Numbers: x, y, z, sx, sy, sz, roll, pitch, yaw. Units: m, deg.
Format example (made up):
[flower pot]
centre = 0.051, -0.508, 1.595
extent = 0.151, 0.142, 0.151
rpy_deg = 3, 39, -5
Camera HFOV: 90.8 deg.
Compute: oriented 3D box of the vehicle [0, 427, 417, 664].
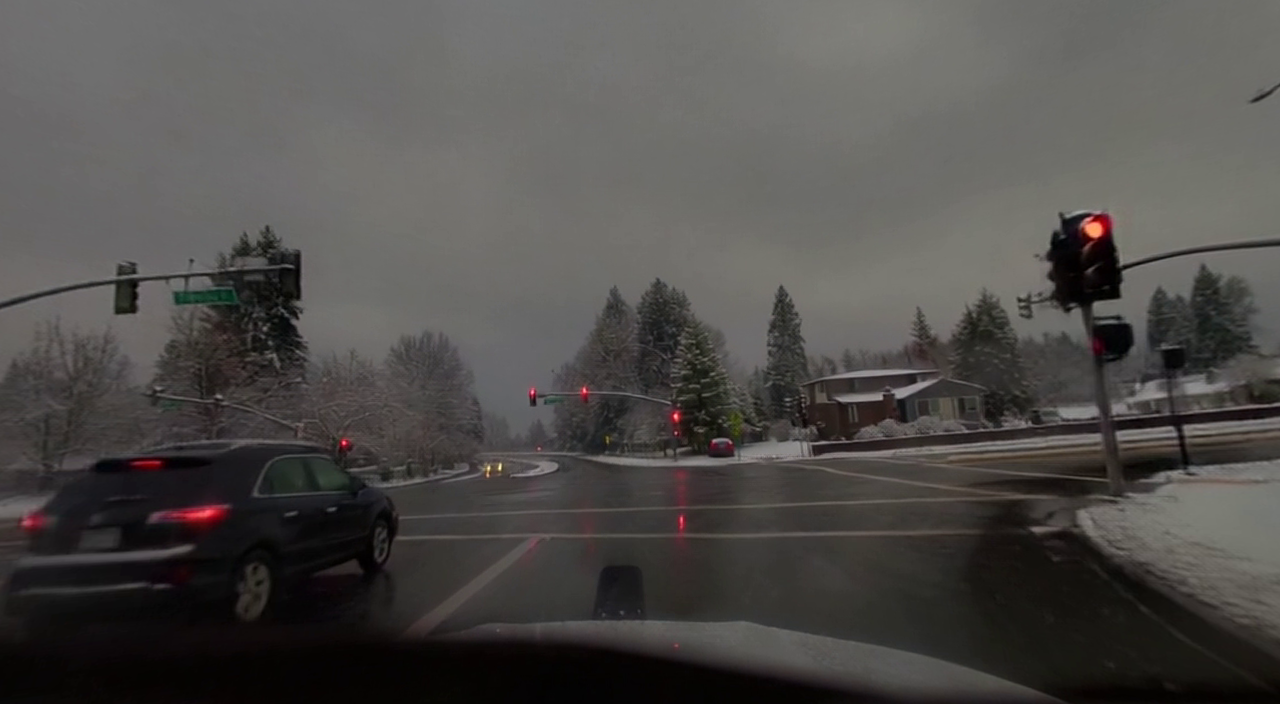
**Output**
[vehicle]
centre = -3.776, 1.574, 6.153
extent = 1.777, 1.537, 3.831
rpy_deg = 0, -9, 0
